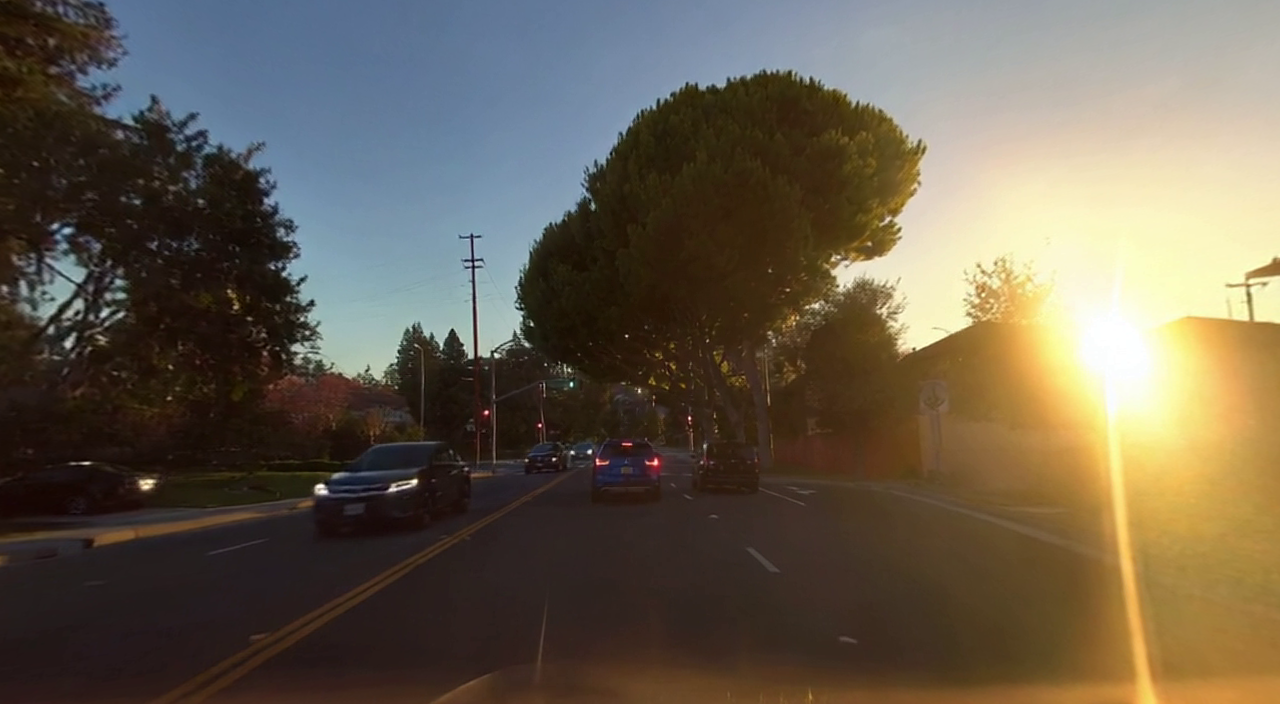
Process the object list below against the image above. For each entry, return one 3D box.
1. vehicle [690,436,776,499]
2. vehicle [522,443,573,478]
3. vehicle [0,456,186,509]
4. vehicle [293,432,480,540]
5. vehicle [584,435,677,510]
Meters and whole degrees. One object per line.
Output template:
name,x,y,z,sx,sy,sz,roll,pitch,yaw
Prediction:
vehicle,2.798,3.588,19.979,1.967,1.756,4.281,0,-8,-1
vehicle,-5.274,6.263,36.714,2.197,1.882,4.973,0,-8,0
vehicle,-16.523,3.889,18.935,4.245,1.446,1.827,0,-8,-2
vehicle,-4.645,2.477,12.292,2.063,1.727,3.923,0,-8,-1
vehicle,-0.243,3.072,16.586,2.151,1.695,4.100,0,-8,-1
